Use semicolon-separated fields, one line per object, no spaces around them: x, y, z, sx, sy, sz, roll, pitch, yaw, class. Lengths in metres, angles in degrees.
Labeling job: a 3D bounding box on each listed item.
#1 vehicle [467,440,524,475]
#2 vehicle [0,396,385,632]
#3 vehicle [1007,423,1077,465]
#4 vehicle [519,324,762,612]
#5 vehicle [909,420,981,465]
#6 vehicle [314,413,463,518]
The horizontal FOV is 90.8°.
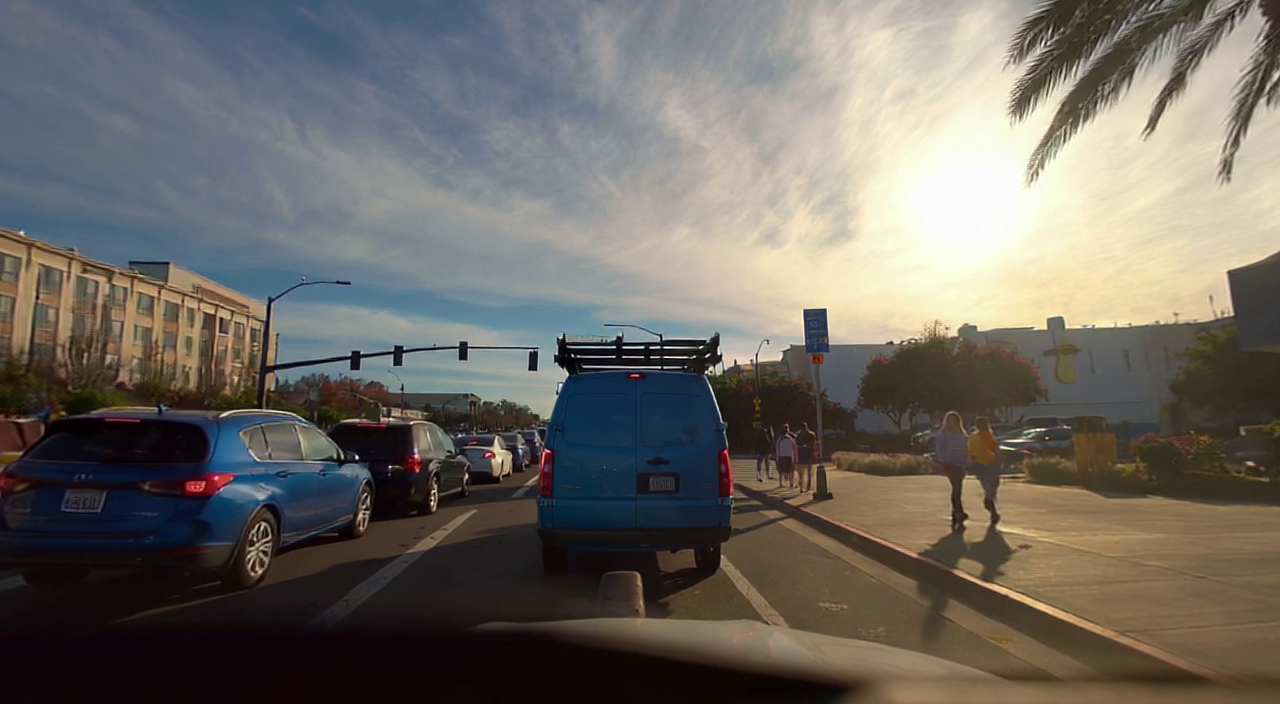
-6.844;4.889;29.570;1.818;1.479;4.428;4;-9;-22;vehicle
-4.404;1.469;6.687;1.986;1.643;4.315;1;-9;-6;vehicle
15.784;3.617;24.719;2.048;1.475;3.972;-6;-10;34;vehicle
-0.205;1.208;7.181;1.902;2.238;4.263;1;-9;-6;vehicle
12.632;3.753;26.052;2.046;1.675;3.924;-6;-10;33;vehicle
-5.213;2.414;13.901;2.089;1.854;5.022;2;-9;-11;vehicle
